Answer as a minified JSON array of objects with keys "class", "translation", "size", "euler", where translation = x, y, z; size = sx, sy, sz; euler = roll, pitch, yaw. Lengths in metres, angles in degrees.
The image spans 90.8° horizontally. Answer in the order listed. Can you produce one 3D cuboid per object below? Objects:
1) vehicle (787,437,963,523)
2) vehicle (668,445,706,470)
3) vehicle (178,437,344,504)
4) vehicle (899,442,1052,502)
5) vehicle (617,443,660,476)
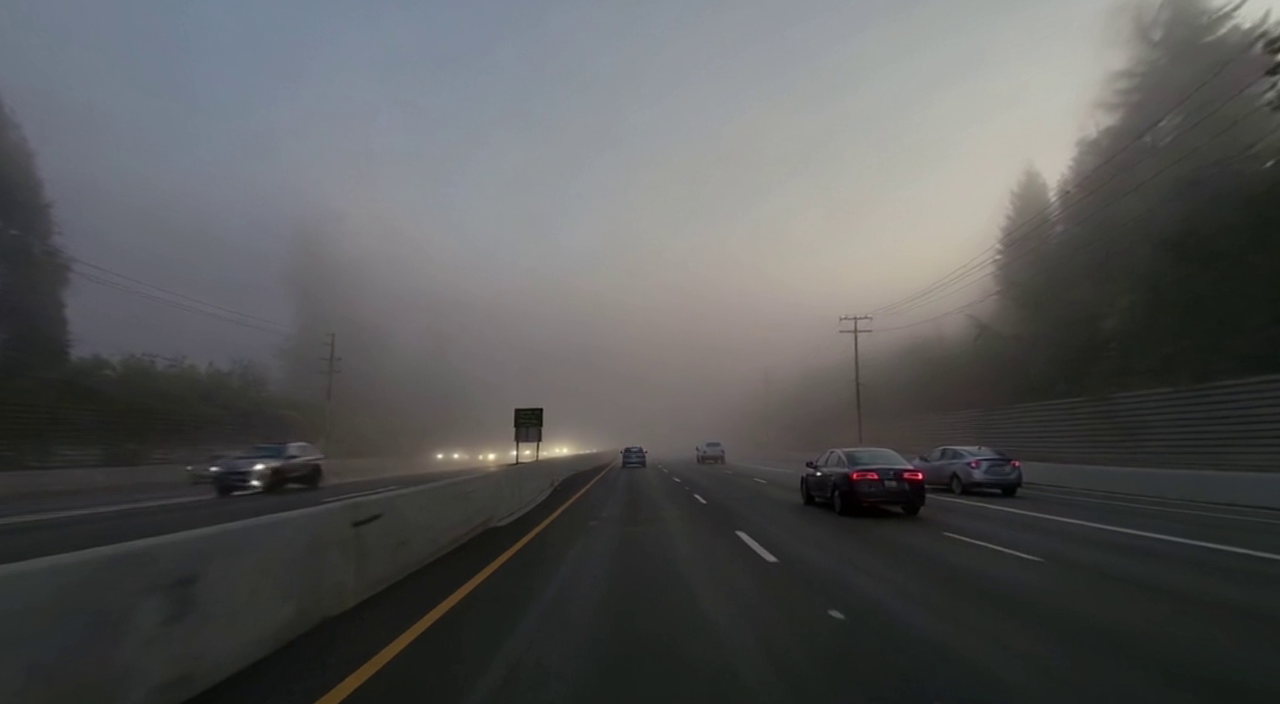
[{"class":"vehicle","translation":[4.797,2.664,13.773],"size":[2.069,1.520,4.614],"euler":[0,-9,0]},{"class":"vehicle","translation":[2.944,6.715,40.398],"size":[1.981,1.480,4.316],"euler":[0,-9,-1]},{"class":"vehicle","translation":[-10.851,3.399,18.602],"size":[2.042,1.697,4.552],"euler":[0,-9,0]},{"class":"vehicle","translation":[9.595,3.435,18.578],"size":[1.969,1.506,4.422],"euler":[0,-9,-2]},{"class":"vehicle","translation":[-0.121,5.262,31.128],"size":[1.993,1.506,3.883],"euler":[0,-8,-1]}]
